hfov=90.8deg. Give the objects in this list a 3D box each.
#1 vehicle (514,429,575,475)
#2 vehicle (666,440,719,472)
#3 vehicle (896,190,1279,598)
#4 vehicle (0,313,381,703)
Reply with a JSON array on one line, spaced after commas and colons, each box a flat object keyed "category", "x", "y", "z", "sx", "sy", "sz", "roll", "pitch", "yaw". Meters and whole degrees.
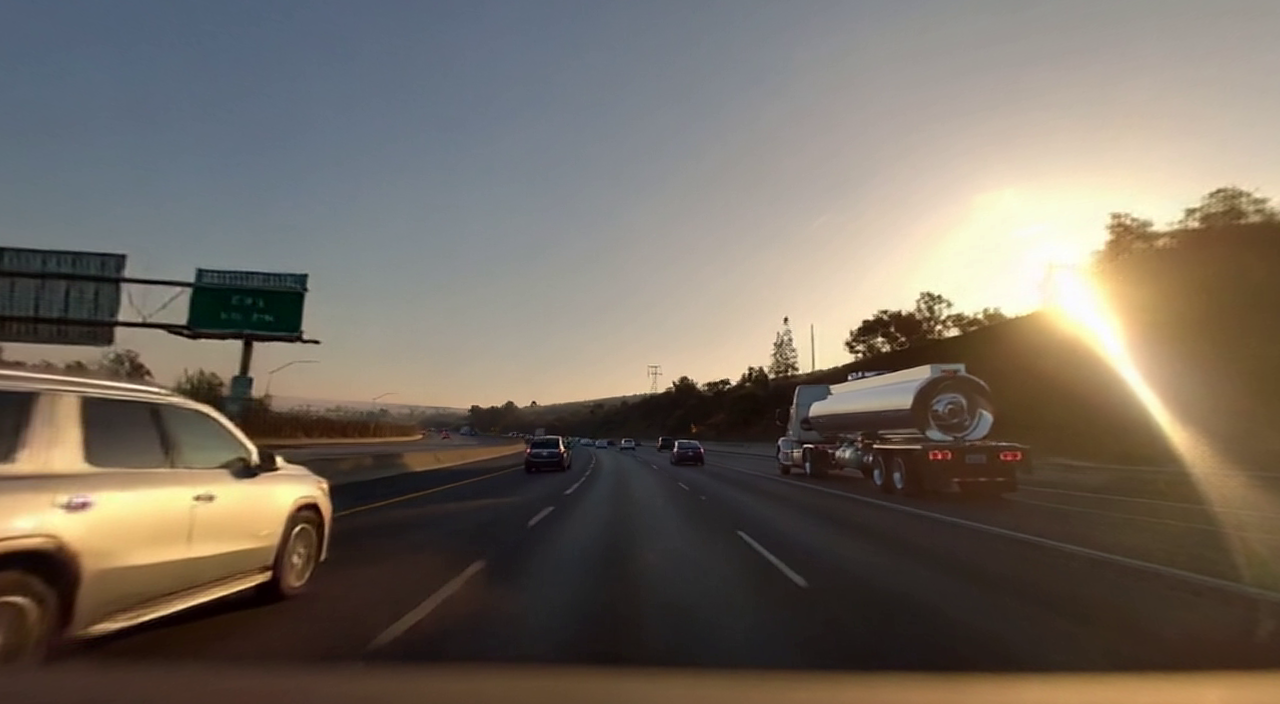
[{"category": "vehicle", "x": -4.180, "y": 4.454, "z": 28.253, "sx": 2.149, "sy": 1.843, "sz": 4.348, "roll": 0, "pitch": -8, "yaw": -2}, {"category": "vehicle", "x": 2.636, "y": 5.336, "z": 32.586, "sx": 2.053, "sy": 1.510, "sz": 4.400, "roll": 1, "pitch": -9, "yaw": -4}, {"category": "vehicle", "x": 7.456, "y": 0.835, "z": 8.686, "sx": 3.554, "sy": 3.573, "sz": 10.307, "roll": 0, "pitch": -8, "yaw": 0}, {"category": "vehicle", "x": -4.282, "y": 0.939, "z": 4.142, "sx": 2.684, "sy": 1.839, "sz": 5.803, "roll": 0, "pitch": -9, "yaw": 0}]
